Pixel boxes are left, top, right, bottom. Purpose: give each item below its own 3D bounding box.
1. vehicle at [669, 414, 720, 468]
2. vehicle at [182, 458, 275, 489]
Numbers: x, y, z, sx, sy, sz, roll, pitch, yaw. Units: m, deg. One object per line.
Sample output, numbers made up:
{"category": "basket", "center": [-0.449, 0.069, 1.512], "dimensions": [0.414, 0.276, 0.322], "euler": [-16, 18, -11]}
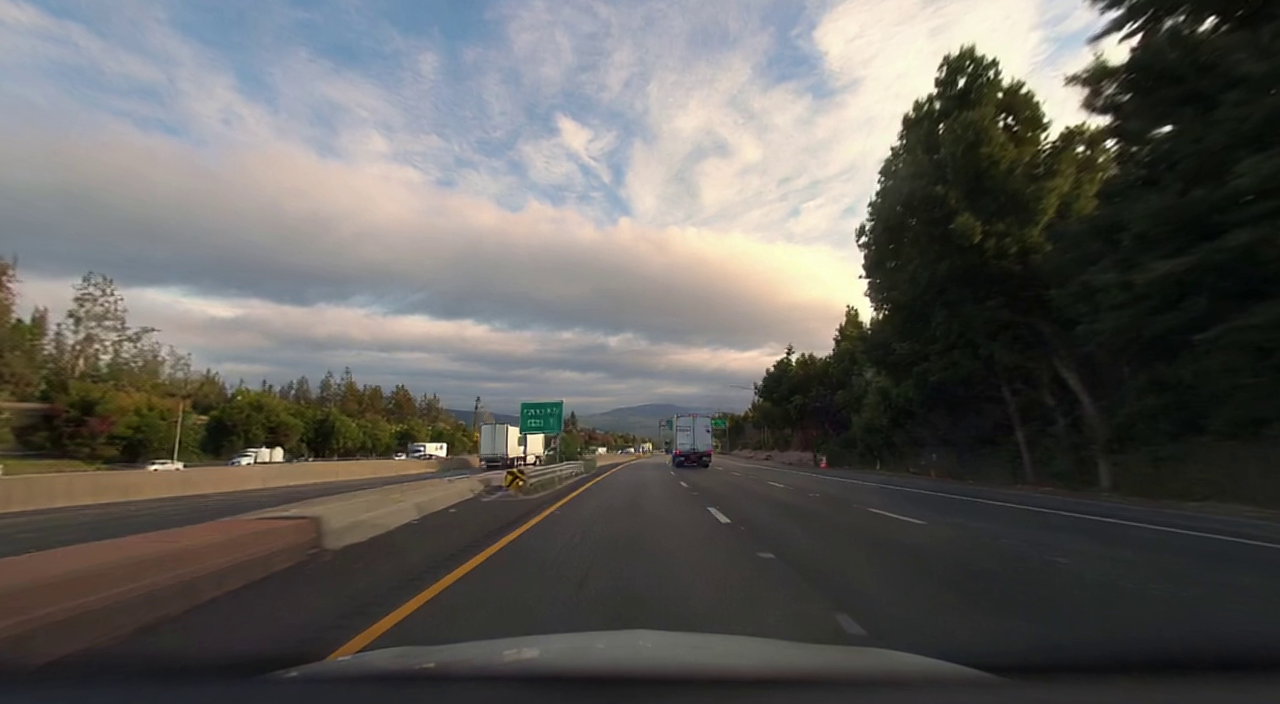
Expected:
{"category": "vehicle", "center": [4.015, 7.100, 49.474], "dimensions": [2.928, 3.595, 13.975], "euler": [0, -9, 1]}
{"category": "vehicle", "center": [-21.195, 6.239, 32.703], "dimensions": [1.833, 1.438, 4.011], "euler": [-1, -9, 5]}
